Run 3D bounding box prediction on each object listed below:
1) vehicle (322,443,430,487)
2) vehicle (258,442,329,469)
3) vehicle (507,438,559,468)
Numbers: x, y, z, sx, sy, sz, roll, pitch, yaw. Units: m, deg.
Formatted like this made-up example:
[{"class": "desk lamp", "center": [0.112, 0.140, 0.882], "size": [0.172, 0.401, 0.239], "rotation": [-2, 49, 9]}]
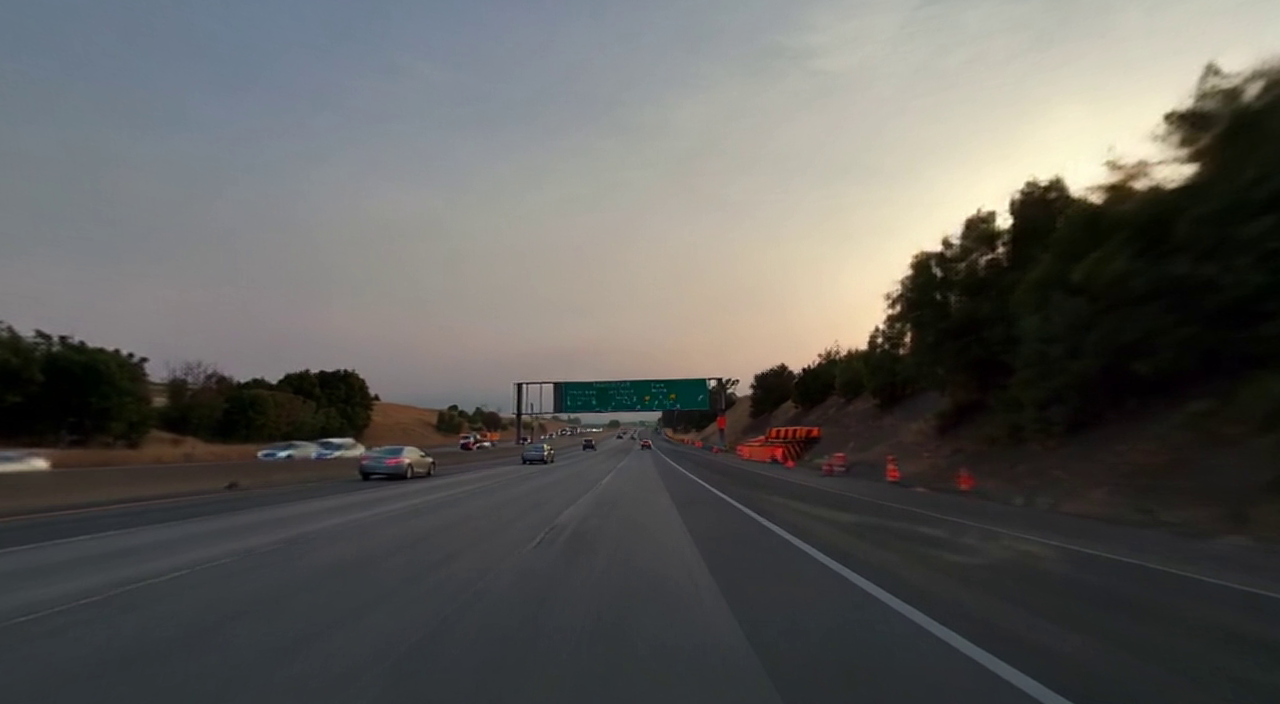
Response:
[{"class": "vehicle", "center": [-9.864, 4.236, 24.032], "size": [2.122, 1.511, 4.576], "rotation": [0, -9, 0]}, {"class": "vehicle", "center": [-22.542, 6.735, 41.165], "size": [2.146, 1.664, 4.276], "rotation": [0, -9, 0]}, {"class": "vehicle", "center": [-6.560, 6.294, 39.217], "size": [2.402, 1.733, 4.512], "rotation": [0, -9, 1]}]
